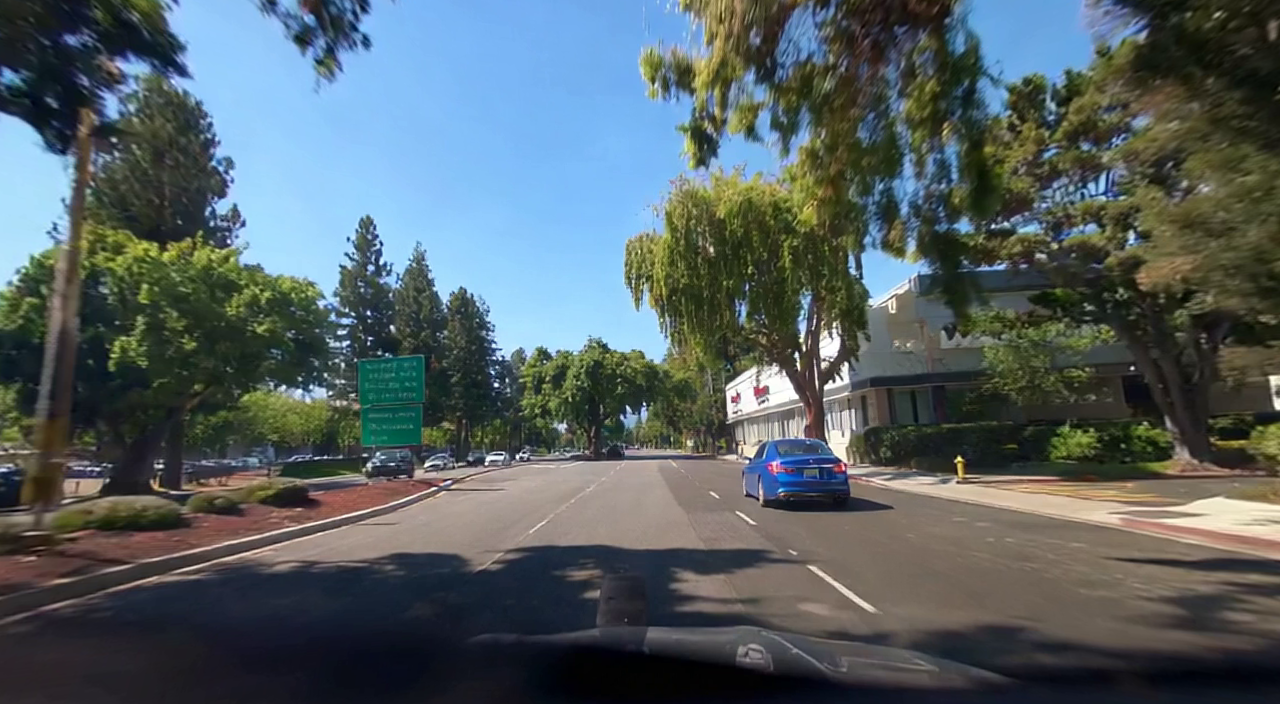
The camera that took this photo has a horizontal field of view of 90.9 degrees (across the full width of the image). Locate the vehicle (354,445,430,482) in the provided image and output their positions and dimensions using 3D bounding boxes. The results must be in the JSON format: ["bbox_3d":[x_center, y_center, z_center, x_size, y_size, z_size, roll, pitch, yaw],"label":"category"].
[{"bbox_3d":[-12.432,5.578,31.914,1.975,1.697,4.265,0,-8,1],"label":"vehicle"}]

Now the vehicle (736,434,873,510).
[{"bbox_3d":[3.544,2.663,14.519,1.977,1.474,4.399,0,-8,0],"label":"vehicle"}]

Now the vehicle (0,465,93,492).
[{"bbox_3d":[-36.316,7.628,38.076,4.625,1.451,1.942,0,-8,1],"label":"vehicle"}]
